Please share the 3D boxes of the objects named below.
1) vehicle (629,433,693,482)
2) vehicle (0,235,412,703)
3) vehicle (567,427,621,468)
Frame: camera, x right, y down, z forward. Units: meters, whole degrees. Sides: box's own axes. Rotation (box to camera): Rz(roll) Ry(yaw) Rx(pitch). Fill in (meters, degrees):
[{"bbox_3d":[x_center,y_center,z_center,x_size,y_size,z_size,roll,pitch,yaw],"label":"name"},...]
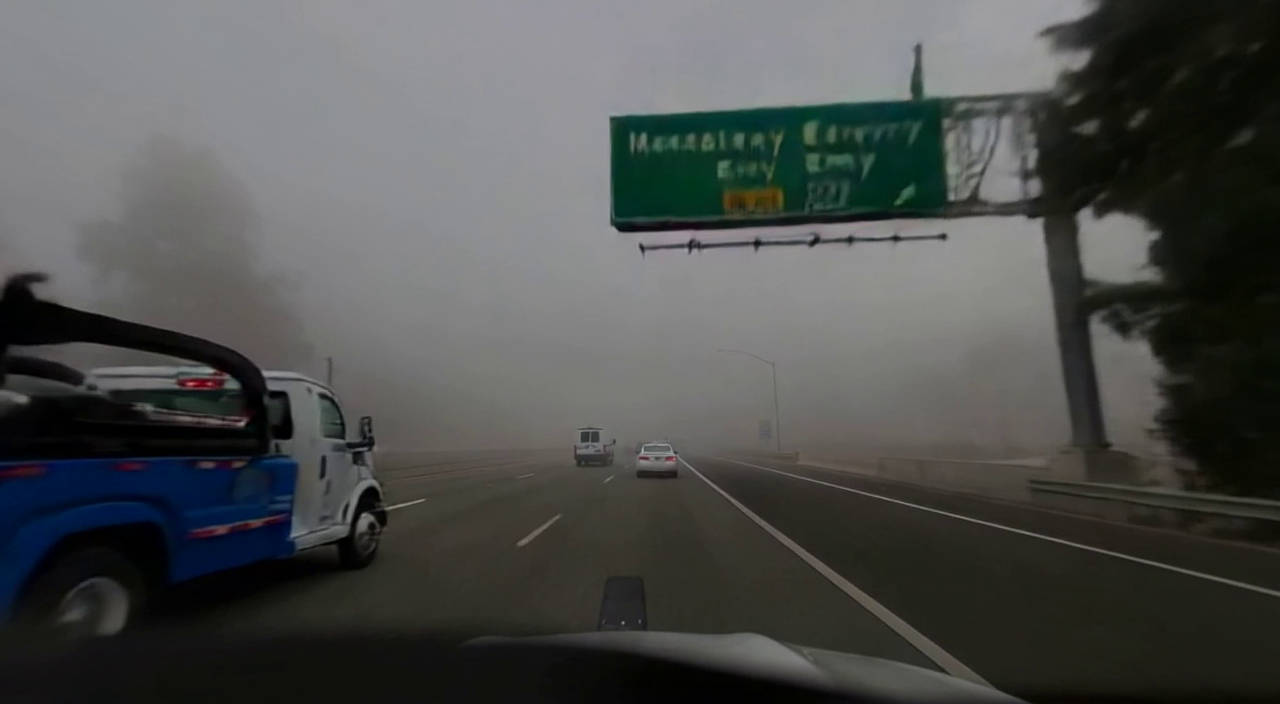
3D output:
[{"bbox_3d":[0.731,3.922,23.614,2.165,1.653,4.456,0,-8,0],"label":"vehicle"},{"bbox_3d":[-3.738,0.806,4.175,2.292,2.070,5.532,0,-8,1],"label":"vehicle"},{"bbox_3d":[-2.532,5.440,35.900,2.526,2.146,5.594,0,-8,1],"label":"vehicle"}]
